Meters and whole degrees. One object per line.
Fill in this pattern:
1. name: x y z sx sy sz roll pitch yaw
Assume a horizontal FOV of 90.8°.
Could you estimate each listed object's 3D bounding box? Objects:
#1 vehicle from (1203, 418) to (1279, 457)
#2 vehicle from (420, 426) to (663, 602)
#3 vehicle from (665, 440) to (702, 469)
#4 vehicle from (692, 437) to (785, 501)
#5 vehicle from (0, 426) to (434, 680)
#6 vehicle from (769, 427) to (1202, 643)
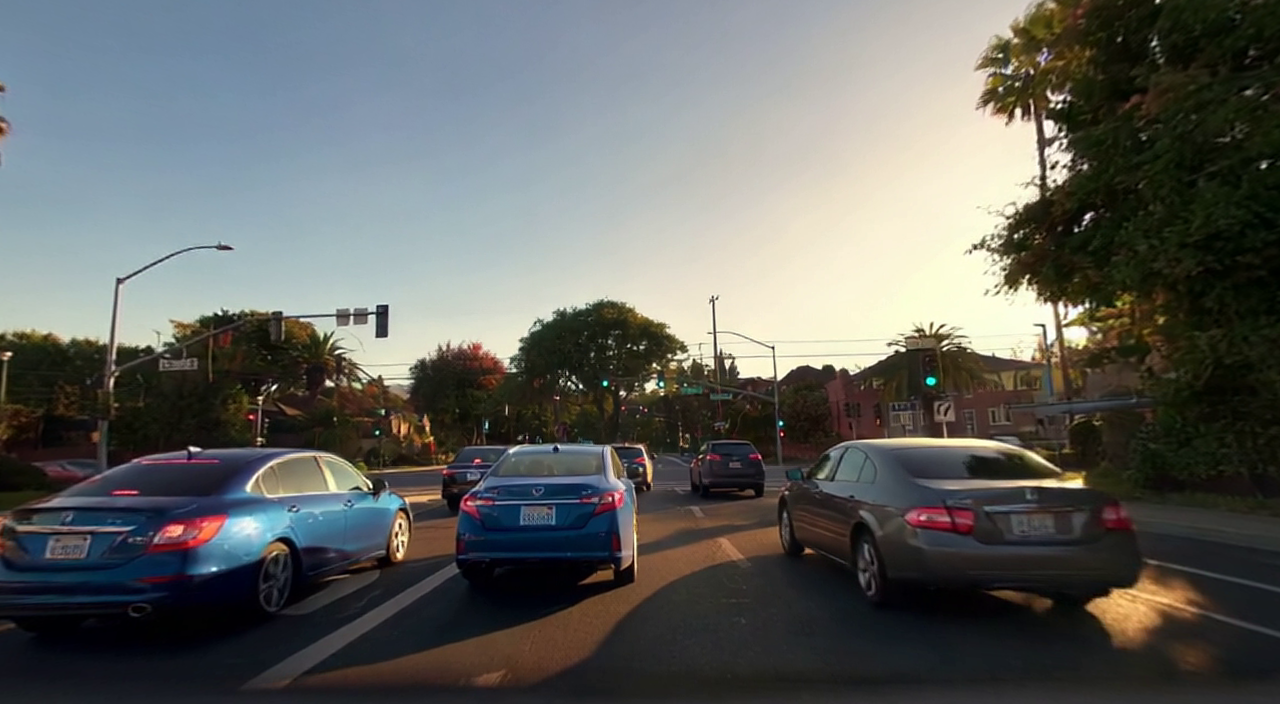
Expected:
1. vehicle: 28.686 3.873 28.384 4.517 1.695 1.953 -2 -9 12
2. vehicle: -0.894 1.696 7.474 2.104 1.500 3.815 0 -8 -1
3. vehicle: 2.839 6.771 41.953 2.063 1.750 4.410 0 -8 -1
4. vehicle: 2.709 3.324 18.395 1.956 1.615 4.205 0 -8 -1
5. vehicle: -3.688 1.520 6.018 2.058 1.474 4.473 0 -8 -2
6. vehicle: 2.824 1.577 6.553 2.014 1.464 4.312 0 -8 0
